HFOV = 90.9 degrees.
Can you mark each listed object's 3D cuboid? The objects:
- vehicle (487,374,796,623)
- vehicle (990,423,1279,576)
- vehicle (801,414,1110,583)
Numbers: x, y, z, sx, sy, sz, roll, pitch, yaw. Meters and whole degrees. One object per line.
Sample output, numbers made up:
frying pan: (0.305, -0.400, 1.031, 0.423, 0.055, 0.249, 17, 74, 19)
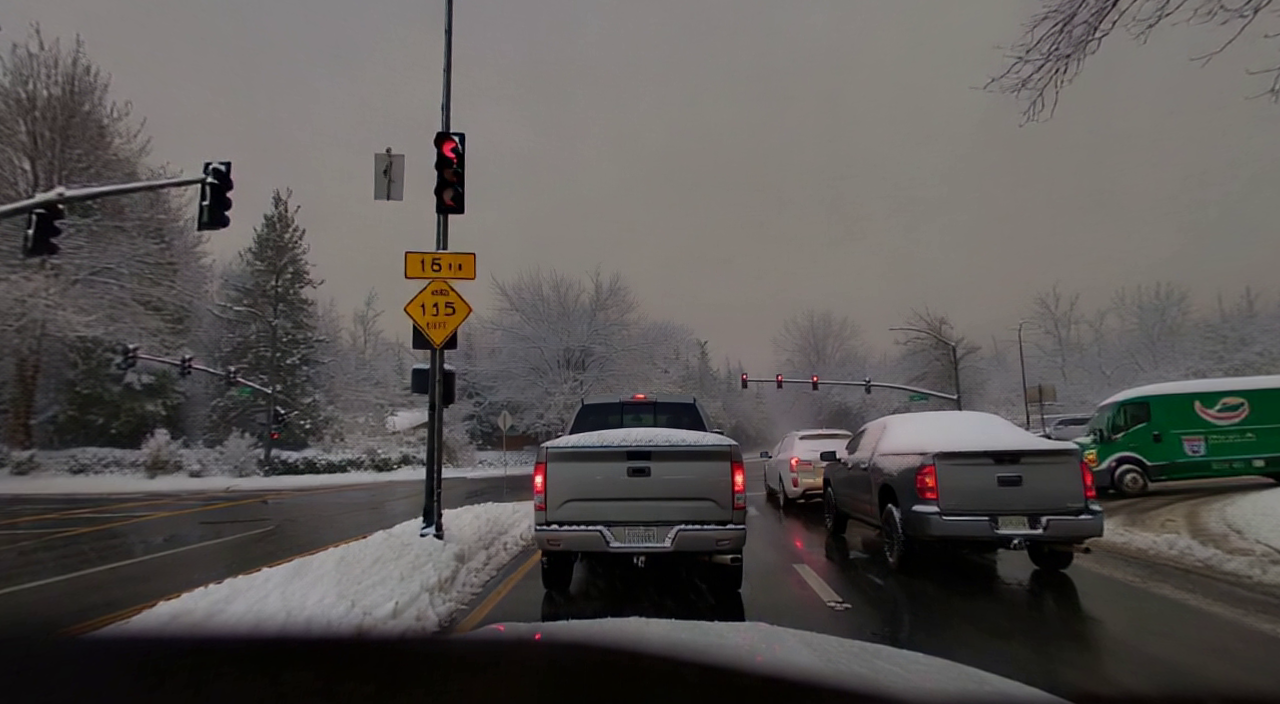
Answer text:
vehicle: (0.037, 1.469, 7.327, 2.326, 1.880, 4.964, 0, -8, 1)
vehicle: (6.829, 1.740, 8.281, 1.973, 1.470, 4.228, 0, -8, 0)
vehicle: (3.577, 1.719, 8.187, 1.981, 1.616, 4.006, 0, -8, 1)
